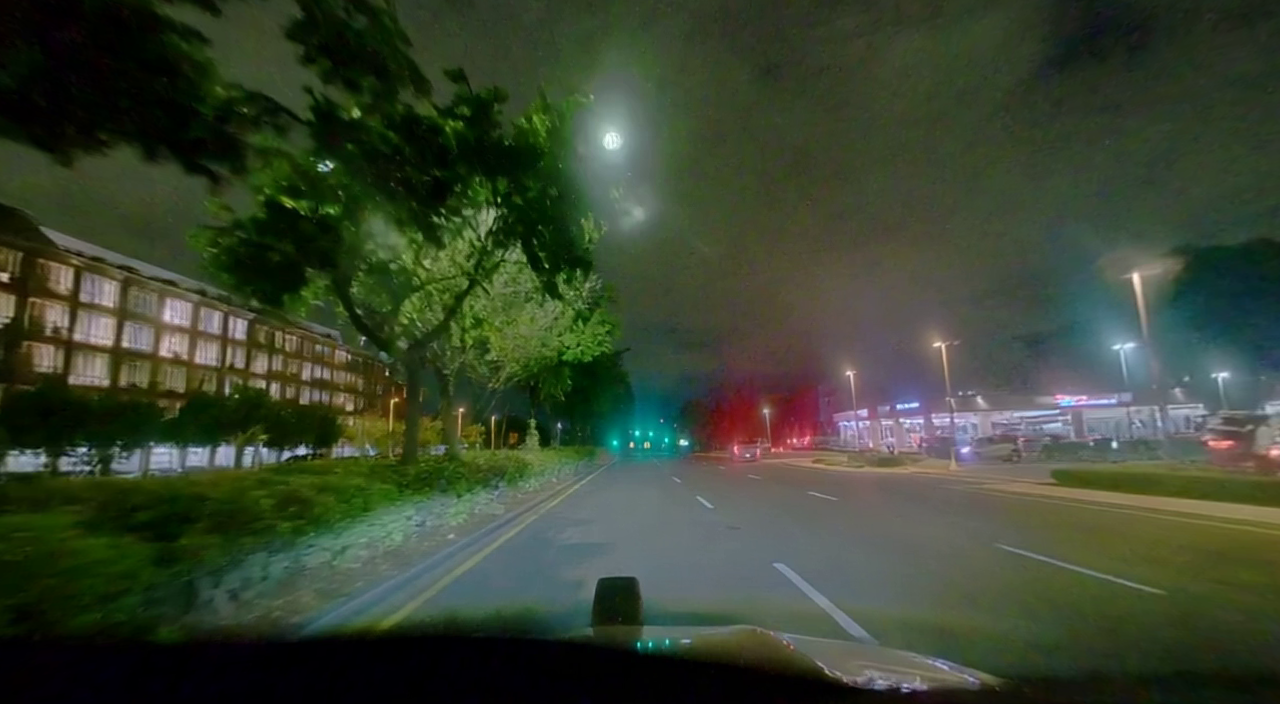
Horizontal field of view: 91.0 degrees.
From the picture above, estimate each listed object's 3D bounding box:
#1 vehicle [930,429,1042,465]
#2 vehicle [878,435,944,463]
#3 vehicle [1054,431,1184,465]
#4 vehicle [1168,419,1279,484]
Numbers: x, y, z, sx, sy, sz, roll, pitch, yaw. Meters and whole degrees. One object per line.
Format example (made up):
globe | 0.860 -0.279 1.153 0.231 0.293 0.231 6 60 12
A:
vehicle | 19.256 5.317 35.375 2.151 1.838 5.534 3 -9 -15
vehicle | 19.307 6.974 45.161 2.179 1.767 5.837 -2 -9 0
vehicle | 24.781 4.986 32.783 2.007 1.611 4.847 5 -10 -29
vehicle | 18.960 2.924 18.580 2.266 1.794 4.985 1 -8 -2
